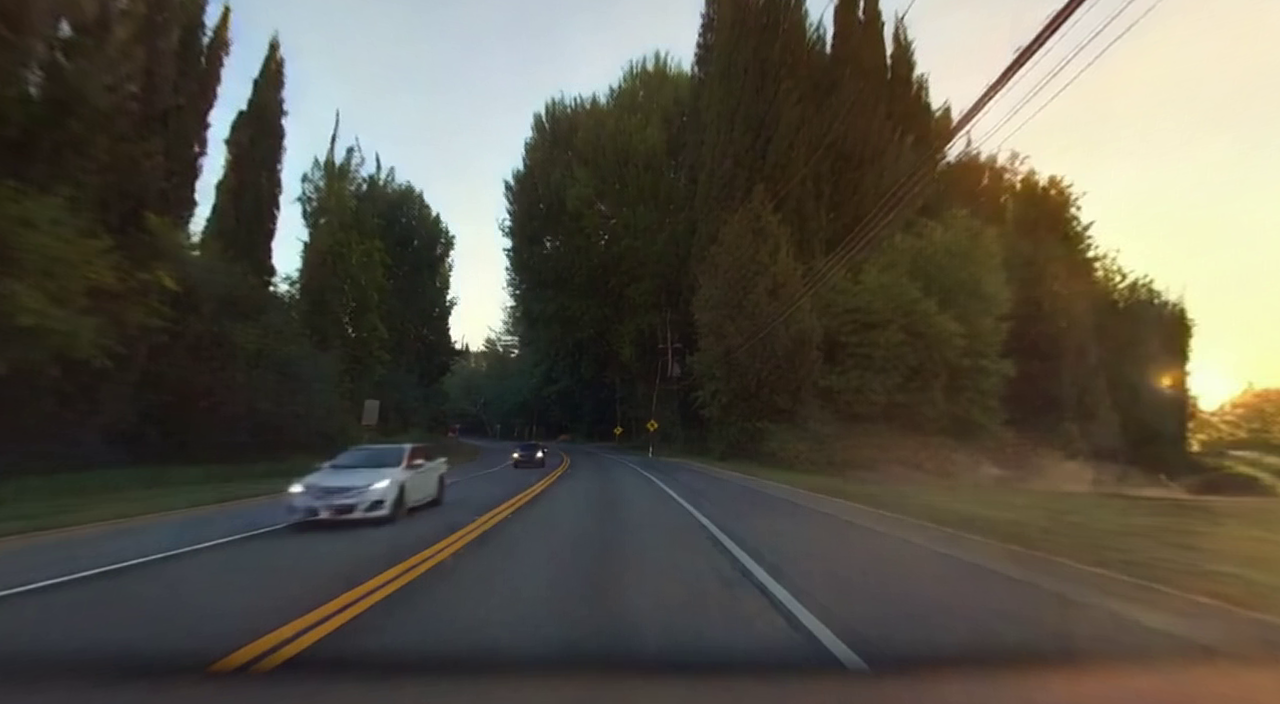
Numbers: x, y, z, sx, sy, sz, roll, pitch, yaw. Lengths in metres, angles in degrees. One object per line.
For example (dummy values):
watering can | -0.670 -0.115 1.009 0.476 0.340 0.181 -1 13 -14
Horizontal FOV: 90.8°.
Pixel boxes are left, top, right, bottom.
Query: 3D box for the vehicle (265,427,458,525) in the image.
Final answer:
vehicle | -5.486 2.479 13.236 2.143 1.694 4.326 0 -8 -2

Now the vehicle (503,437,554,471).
vehicle | -5.859 5.392 33.692 2.165 1.648 4.605 1 -8 -4
